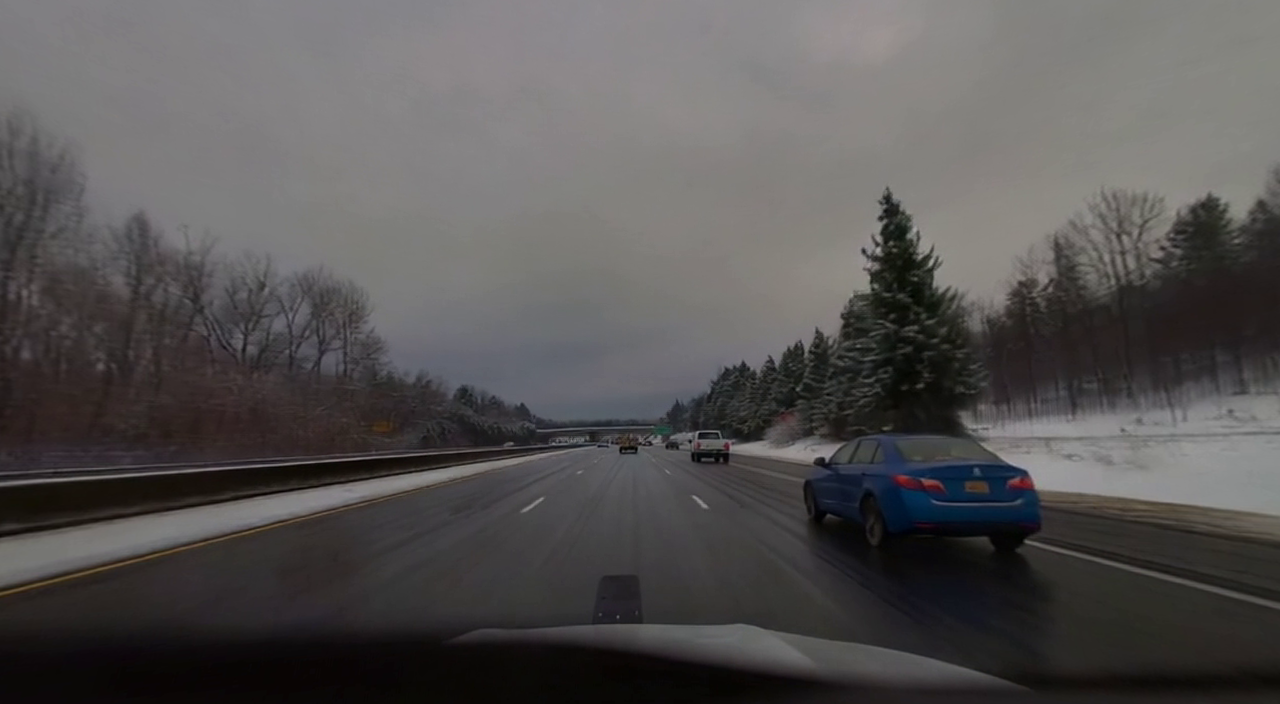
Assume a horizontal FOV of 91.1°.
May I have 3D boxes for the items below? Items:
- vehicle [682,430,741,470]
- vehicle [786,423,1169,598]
[{"bbox_3d":[3.201,4.498,29.077,2.098,1.677,4.275,0,-8,-2],"label":"vehicle"},{"bbox_3d":[3.458,1.683,7.792,2.056,1.479,4.660,0,-8,-2],"label":"vehicle"}]
